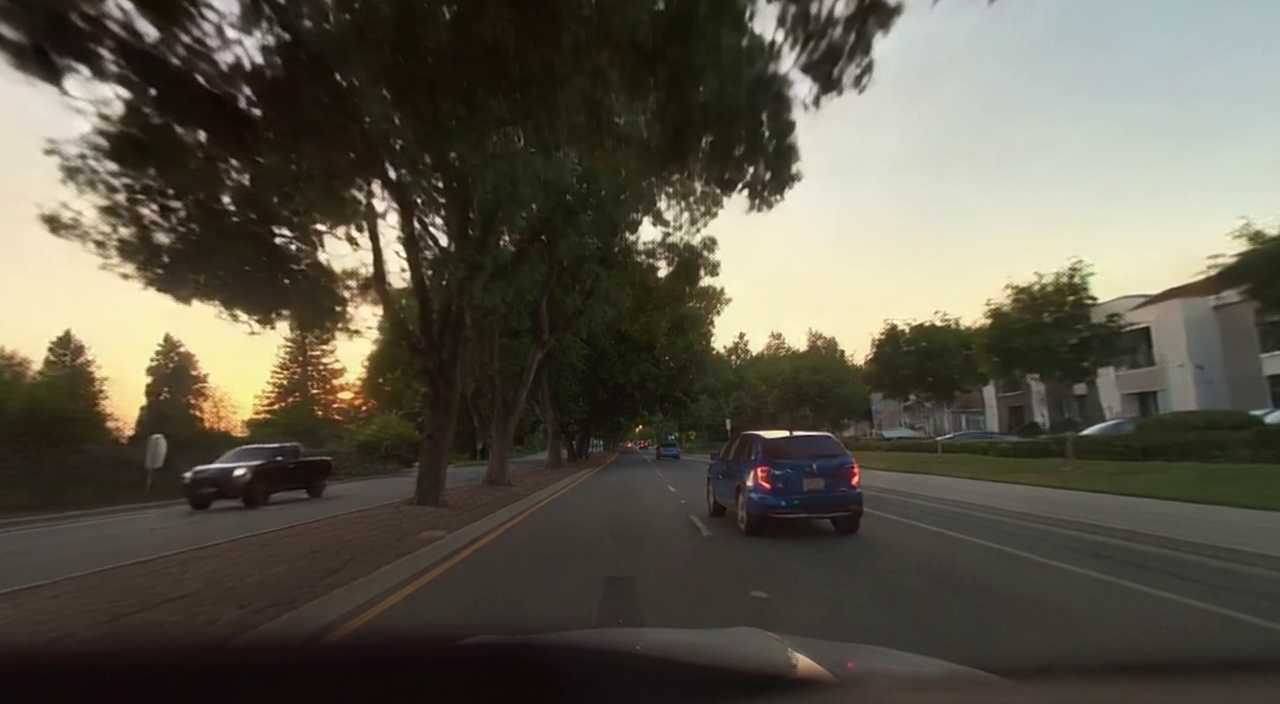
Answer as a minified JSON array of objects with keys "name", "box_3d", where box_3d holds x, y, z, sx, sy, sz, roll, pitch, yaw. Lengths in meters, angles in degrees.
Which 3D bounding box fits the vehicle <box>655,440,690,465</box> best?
[{"name":"vehicle","box_3d":[2.270,7.219,45.509,2.164,1.725,4.285,0,-9,-1]}]

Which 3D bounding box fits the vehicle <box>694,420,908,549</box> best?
[{"name":"vehicle","box_3d":[2.230,2.003,10.260,2.066,1.603,4.475,0,-9,-3]}]

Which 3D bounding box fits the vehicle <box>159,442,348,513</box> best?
[{"name":"vehicle","box_3d":[-11.645,3.787,19.767,2.248,1.858,5.854,0,-9,0]}]
